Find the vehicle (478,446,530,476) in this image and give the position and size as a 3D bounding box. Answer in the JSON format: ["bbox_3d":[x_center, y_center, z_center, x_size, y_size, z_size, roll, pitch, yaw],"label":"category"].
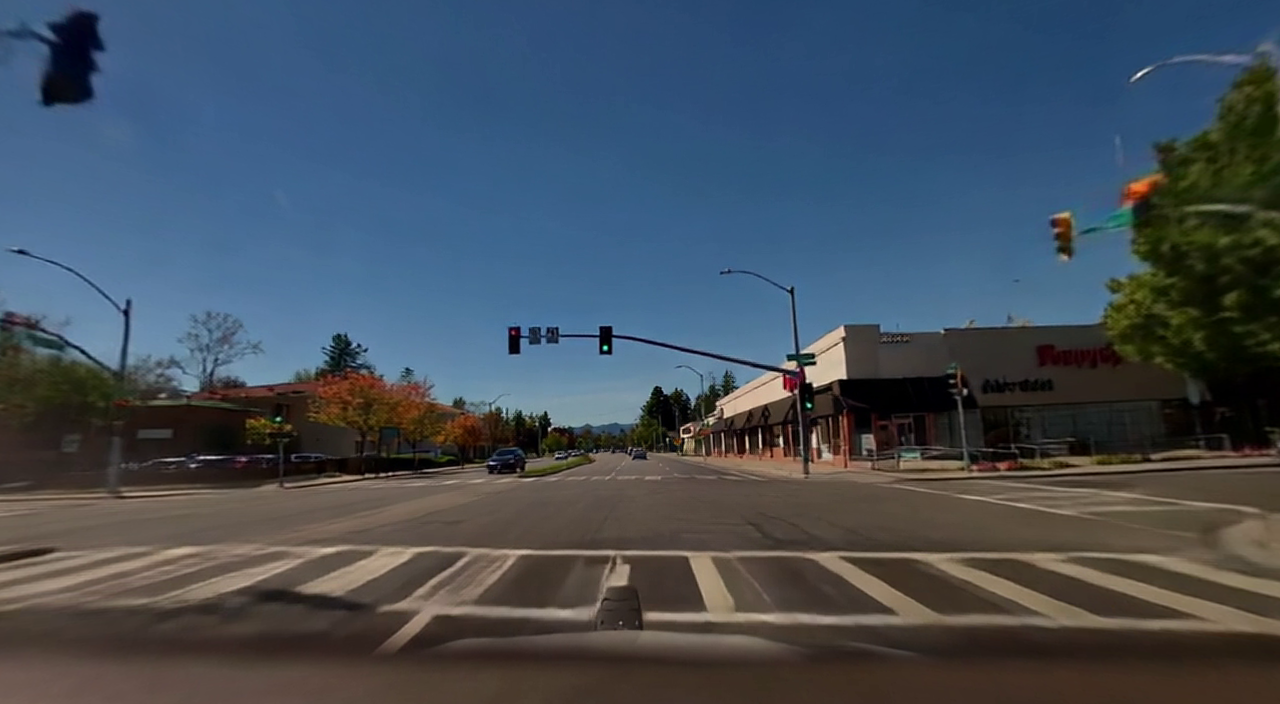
[{"bbox_3d":[-7.729,6.248,36.243,2.011,1.490,4.472,-3,-10,-1],"label":"vehicle"}]
